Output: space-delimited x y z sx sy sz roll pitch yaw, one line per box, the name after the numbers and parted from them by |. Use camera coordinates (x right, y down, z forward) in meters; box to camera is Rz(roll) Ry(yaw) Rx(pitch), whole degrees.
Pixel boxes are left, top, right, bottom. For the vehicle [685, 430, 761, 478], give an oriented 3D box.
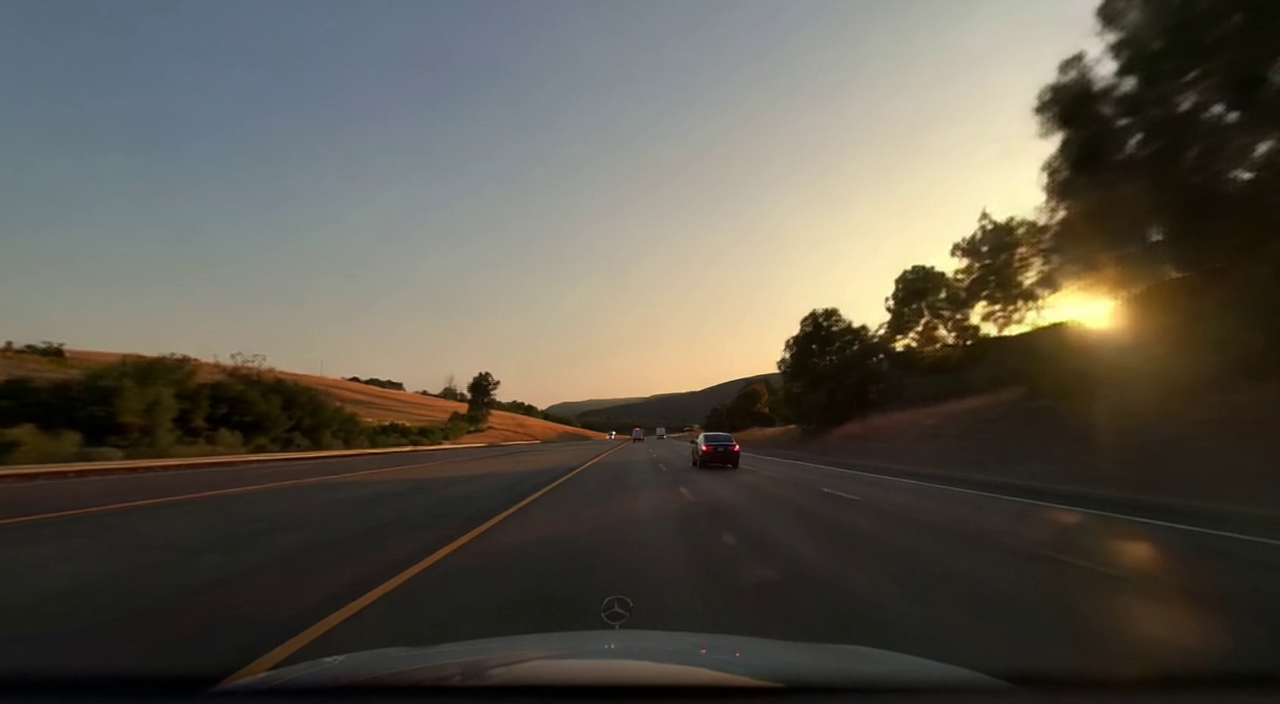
2.943 3.712 23.274 2.084 1.583 4.420 0 -8 -1 | vehicle
